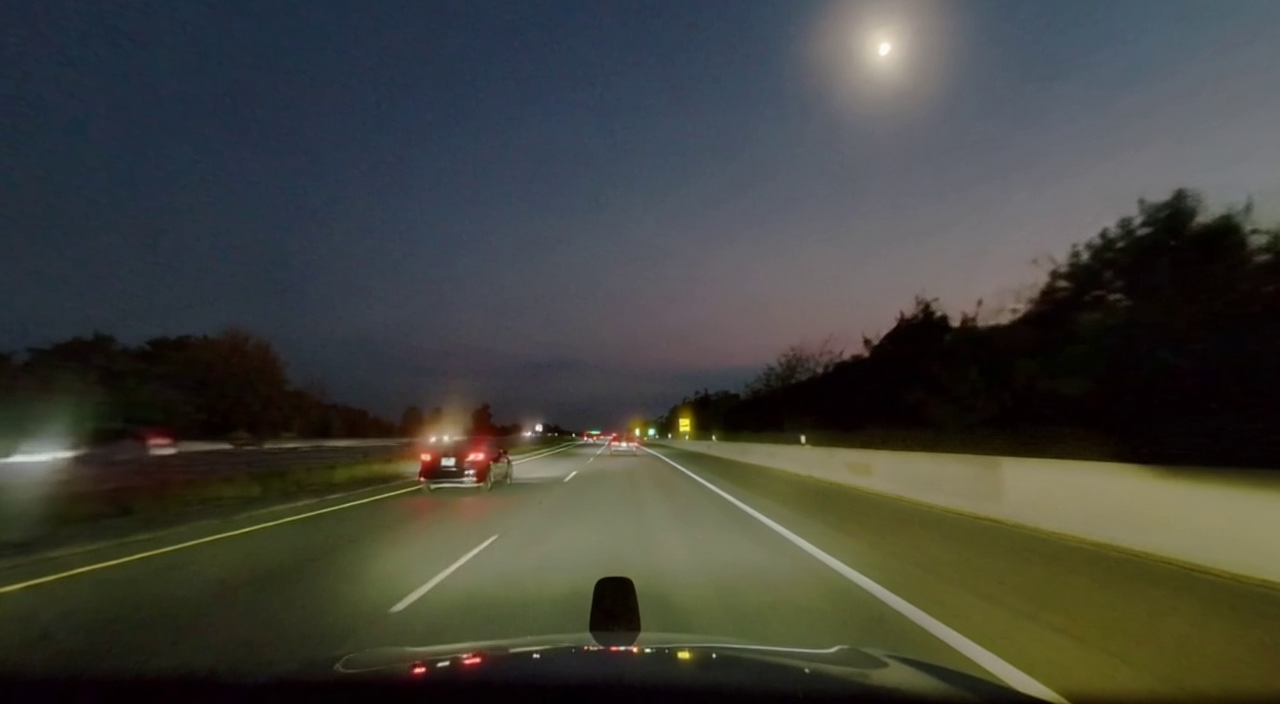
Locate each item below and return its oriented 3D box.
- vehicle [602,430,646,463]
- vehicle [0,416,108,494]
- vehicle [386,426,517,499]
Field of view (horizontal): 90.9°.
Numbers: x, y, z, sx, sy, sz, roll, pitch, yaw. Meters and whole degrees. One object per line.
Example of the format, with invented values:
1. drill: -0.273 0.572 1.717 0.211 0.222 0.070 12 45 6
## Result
1. vehicle: -0.849 4.958 33.321 2.162 1.616 4.242 0 -8 -1
2. vehicle: -12.829 1.959 12.164 1.833 1.435 3.686 1 -8 0
3. vehicle: -4.381 2.610 15.392 1.975 1.518 4.242 0 -8 -1
